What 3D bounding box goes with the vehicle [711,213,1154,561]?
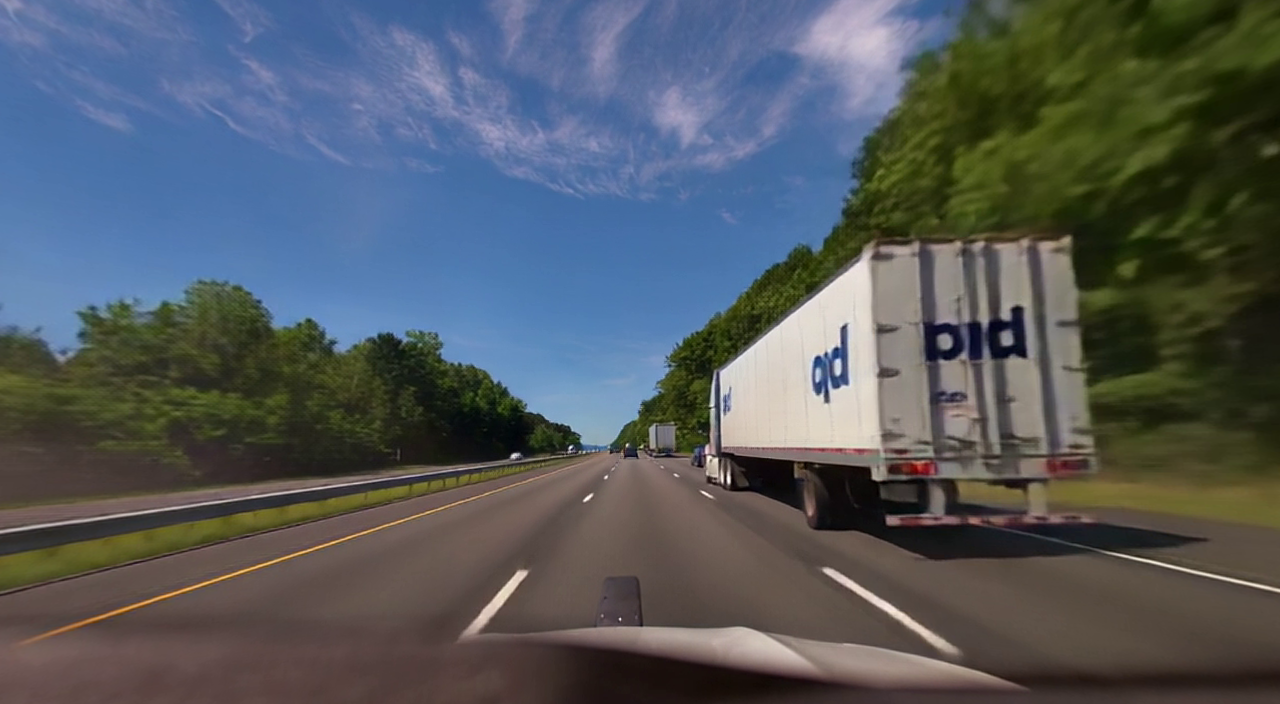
[{"bbox_3d":[4.053,1.394,14.191,2.973,4.007,14.076,0,-9,-1],"label":"vehicle"}]
